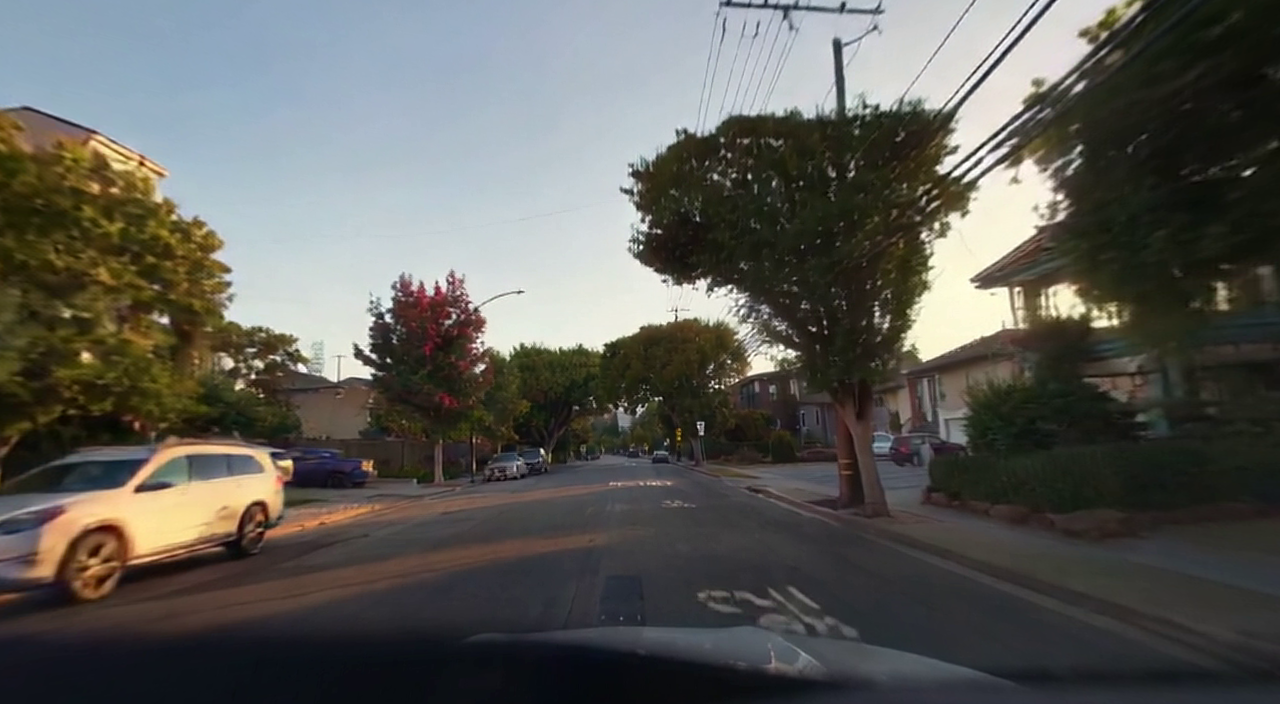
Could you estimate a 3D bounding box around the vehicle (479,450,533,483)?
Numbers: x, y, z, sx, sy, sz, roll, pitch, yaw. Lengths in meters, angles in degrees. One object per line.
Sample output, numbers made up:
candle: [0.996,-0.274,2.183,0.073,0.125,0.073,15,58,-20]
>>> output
vehicle: [-7.129,6.119,34.056,2.041,1.587,3.920,-1,-9,0]

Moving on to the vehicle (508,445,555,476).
vehicle: [-7.131,7.169,41.959,2.135,1.787,4.452,-4,-9,1]

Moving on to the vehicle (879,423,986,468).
vehicle: [13.414,4.297,29.036,4.145,1.767,1.880,-9,-10,30]

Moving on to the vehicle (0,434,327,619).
vehicle: [-6.751,2.119,8.793,2.162,1.757,5.201,-2,-9,0]
